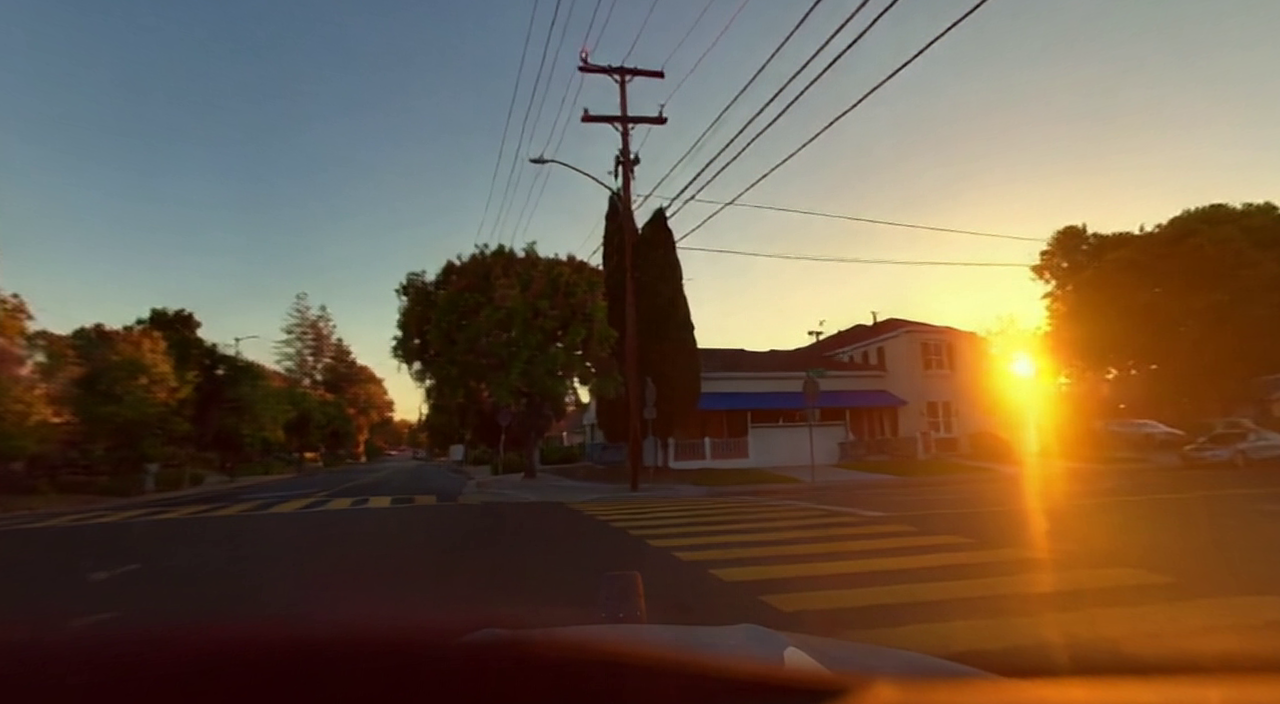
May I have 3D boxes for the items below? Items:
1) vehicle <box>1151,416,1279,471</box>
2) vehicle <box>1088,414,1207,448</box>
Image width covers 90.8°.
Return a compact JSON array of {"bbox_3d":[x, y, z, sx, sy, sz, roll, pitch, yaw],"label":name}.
[{"bbox_3d":[20.708,3.222,22.175,4.509,1.775,1.975,3,-9,-17],"label":"vehicle"},{"bbox_3d":[27.408,4.355,34.308,2.033,1.725,4.492,3,-9,-22],"label":"vehicle"}]
